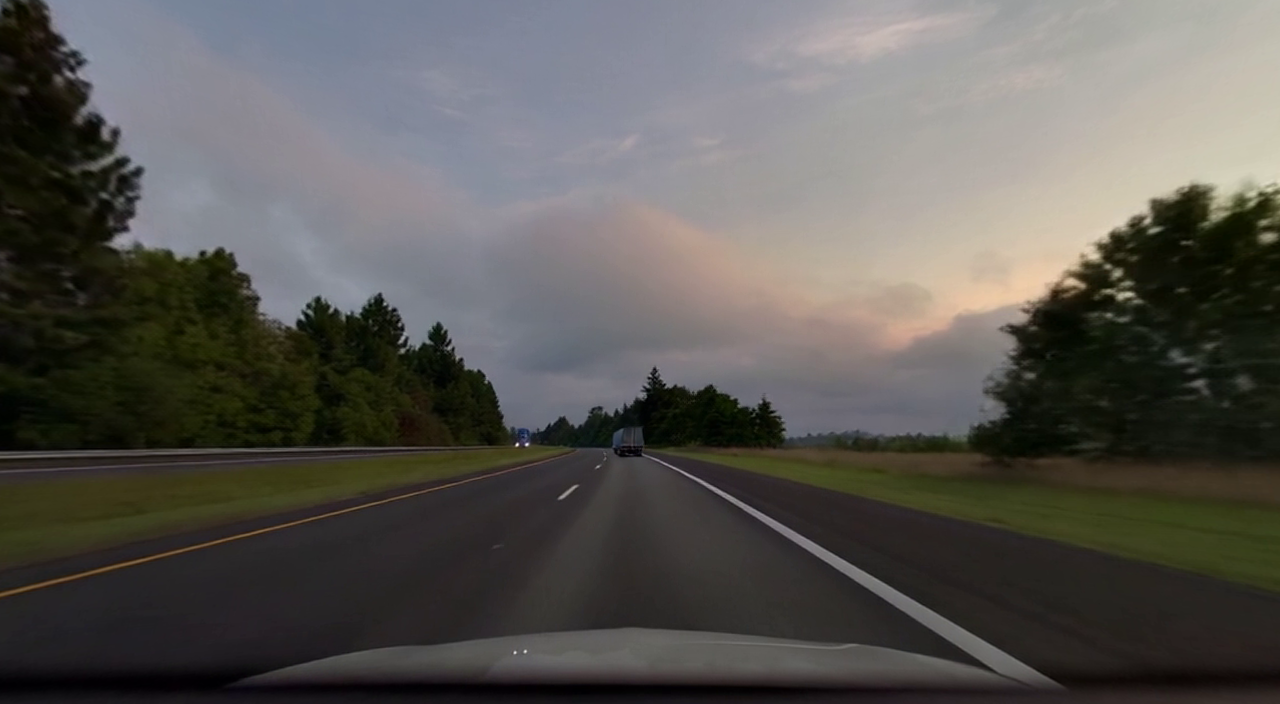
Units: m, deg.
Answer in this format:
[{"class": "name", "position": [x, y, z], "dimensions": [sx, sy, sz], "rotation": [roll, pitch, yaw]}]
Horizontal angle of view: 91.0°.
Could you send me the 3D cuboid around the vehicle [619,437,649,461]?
[{"class": "vehicle", "position": [-0.536, 7.343, 47.735], "dimensions": [2.079, 1.729, 4.380], "rotation": [0, -8, -3]}]
